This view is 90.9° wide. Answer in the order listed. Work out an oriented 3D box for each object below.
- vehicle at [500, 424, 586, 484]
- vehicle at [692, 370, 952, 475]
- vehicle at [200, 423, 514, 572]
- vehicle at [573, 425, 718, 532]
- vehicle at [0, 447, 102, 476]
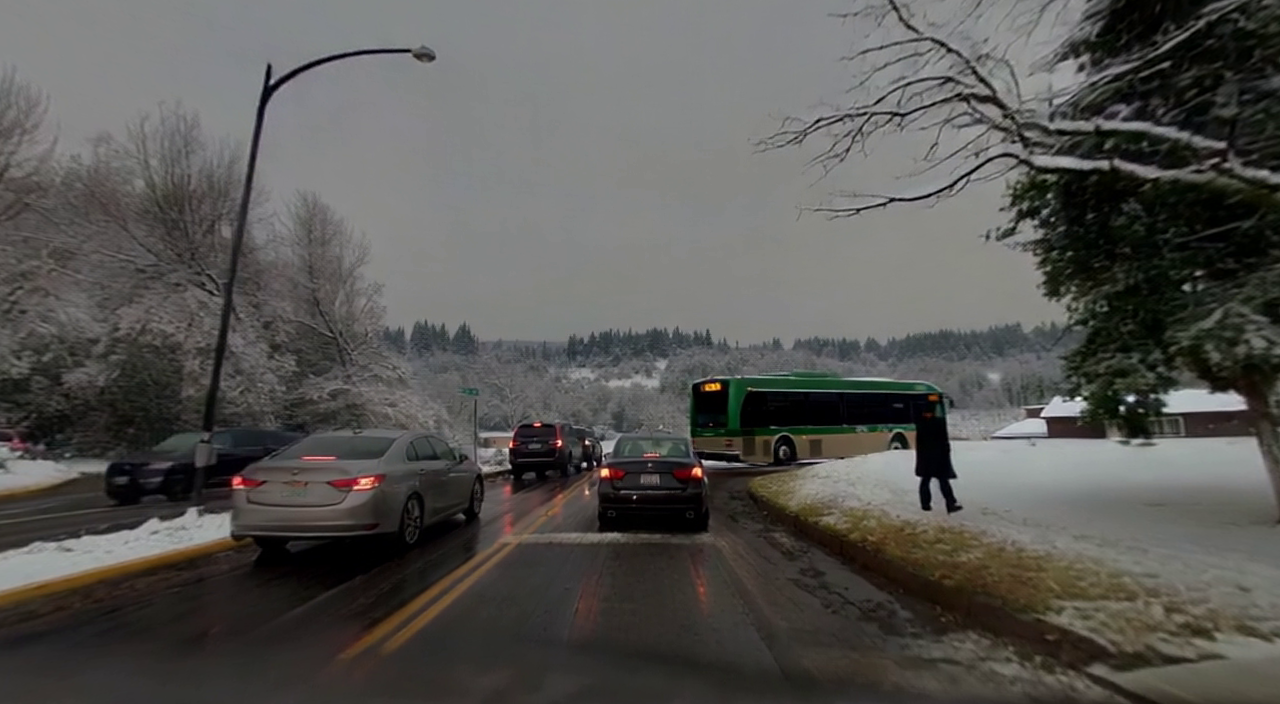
[{"bbox_3d":[-3.101,3.370,21.168,2.017,1.761,4.572,0,-8,2],"label":"vehicle"},{"bbox_3d":[6.960,2.694,23.503,9.977,3.303,2.948,4,-9,-28],"label":"vehicle"},{"bbox_3d":[-3.351,1.797,8.703,1.953,1.480,4.522,-1,-8,5],"label":"vehicle"},{"bbox_3d":[0.136,2.054,10.826,2.020,1.478,3.922,0,-8,2],"label":"vehicle"},{"bbox_3d":[-32.161,5.877,34.127,4.473,1.442,1.743,6,-11,-39],"label":"vehicle"}]
